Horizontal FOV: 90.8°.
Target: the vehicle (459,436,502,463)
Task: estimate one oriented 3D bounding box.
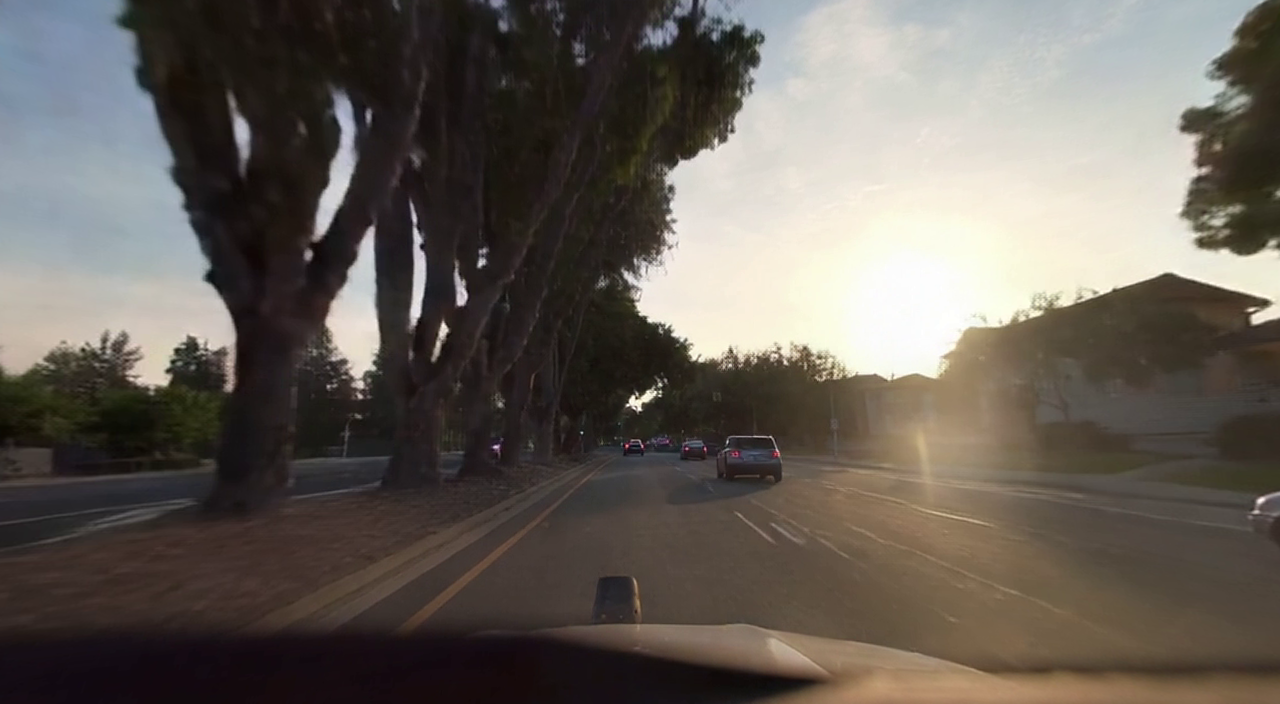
[{"bbox_3d":[-10.742,6.620,42.886,2.058,1.716,4.266,1,-9,-3],"label":"vehicle"}]

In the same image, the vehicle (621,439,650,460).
[{"bbox_3d":[-0.341,6.958,44.991,1.988,1.418,4.214,0,-9,-1],"label":"vehicle"}]

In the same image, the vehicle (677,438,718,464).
[{"bbox_3d":[3.470,6.140,39.108,2.064,1.474,4.389,0,-9,-1],"label":"vehicle"}]

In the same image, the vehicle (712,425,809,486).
[{"bbox_3d":[3.871,3.474,21.327,2.209,1.813,4.724,0,-9,-2],"label":"vehicle"}]
